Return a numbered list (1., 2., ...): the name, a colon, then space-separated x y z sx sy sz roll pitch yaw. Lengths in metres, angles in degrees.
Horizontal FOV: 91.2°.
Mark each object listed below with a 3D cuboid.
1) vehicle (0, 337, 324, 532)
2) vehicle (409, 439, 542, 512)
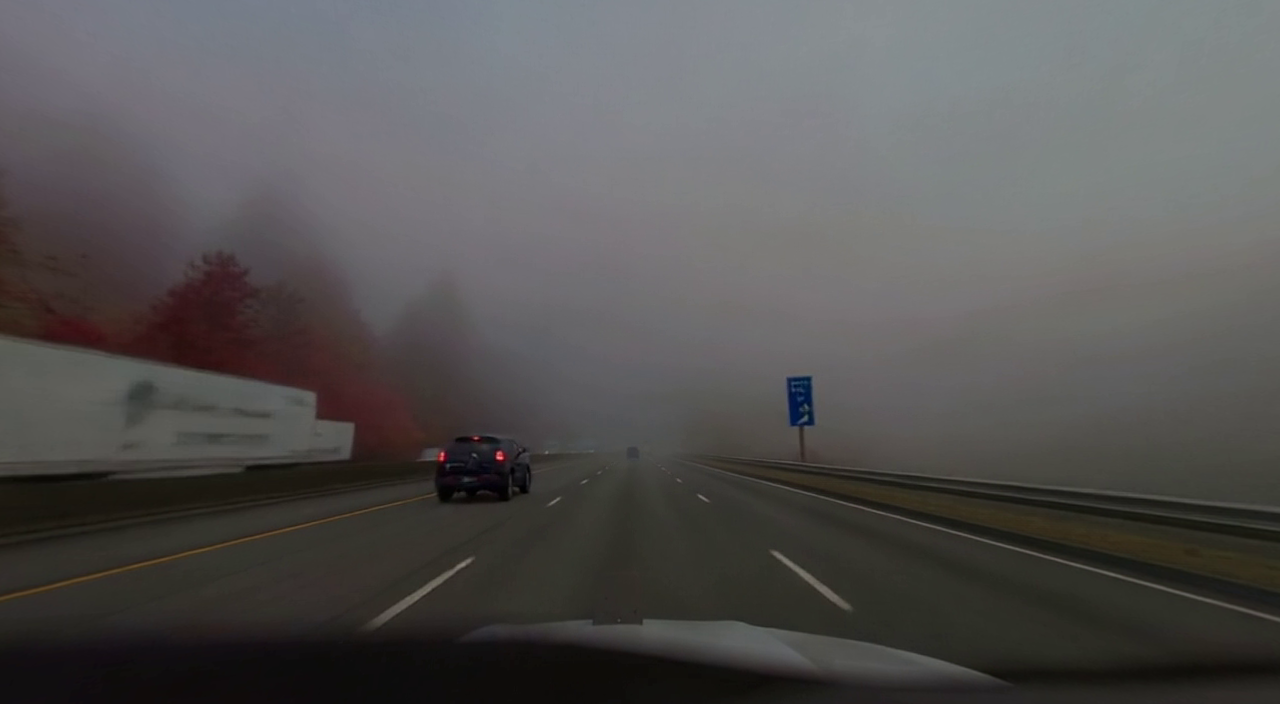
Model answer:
1. vehicle: -14.840 2.488 17.975 2.934 4.021 16.786 0 -9 0
2. vehicle: -3.995 3.089 16.207 2.153 1.577 4.707 0 -9 0
